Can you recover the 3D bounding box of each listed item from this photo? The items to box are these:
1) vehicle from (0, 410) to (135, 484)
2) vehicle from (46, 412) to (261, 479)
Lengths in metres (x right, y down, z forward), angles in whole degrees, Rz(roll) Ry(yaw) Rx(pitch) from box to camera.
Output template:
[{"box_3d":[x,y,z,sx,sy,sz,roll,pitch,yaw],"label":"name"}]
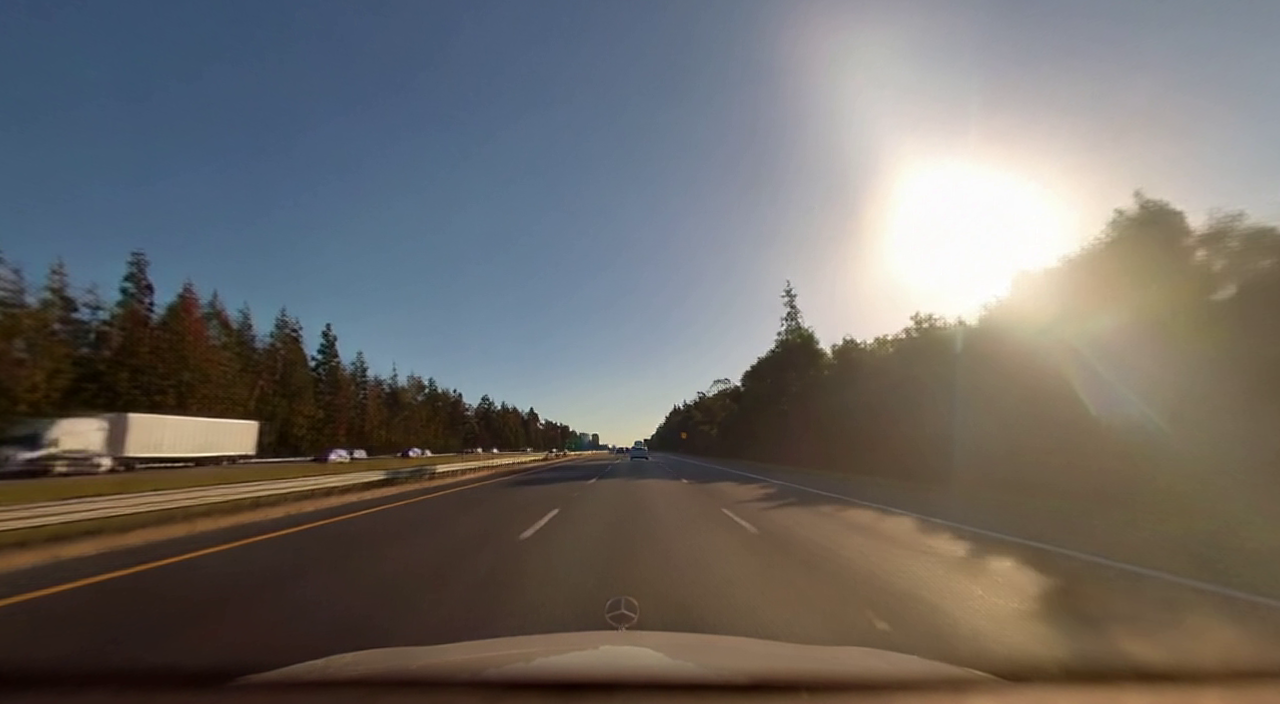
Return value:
[{"box_3d":[-36.113,5.830,38.842,3.039,4.027,8.444,0,-9,-1],"label":"vehicle"},{"box_3d":[-36.171,7.273,48.853,3.404,4.230,16.727,0,-9,0],"label":"vehicle"}]
